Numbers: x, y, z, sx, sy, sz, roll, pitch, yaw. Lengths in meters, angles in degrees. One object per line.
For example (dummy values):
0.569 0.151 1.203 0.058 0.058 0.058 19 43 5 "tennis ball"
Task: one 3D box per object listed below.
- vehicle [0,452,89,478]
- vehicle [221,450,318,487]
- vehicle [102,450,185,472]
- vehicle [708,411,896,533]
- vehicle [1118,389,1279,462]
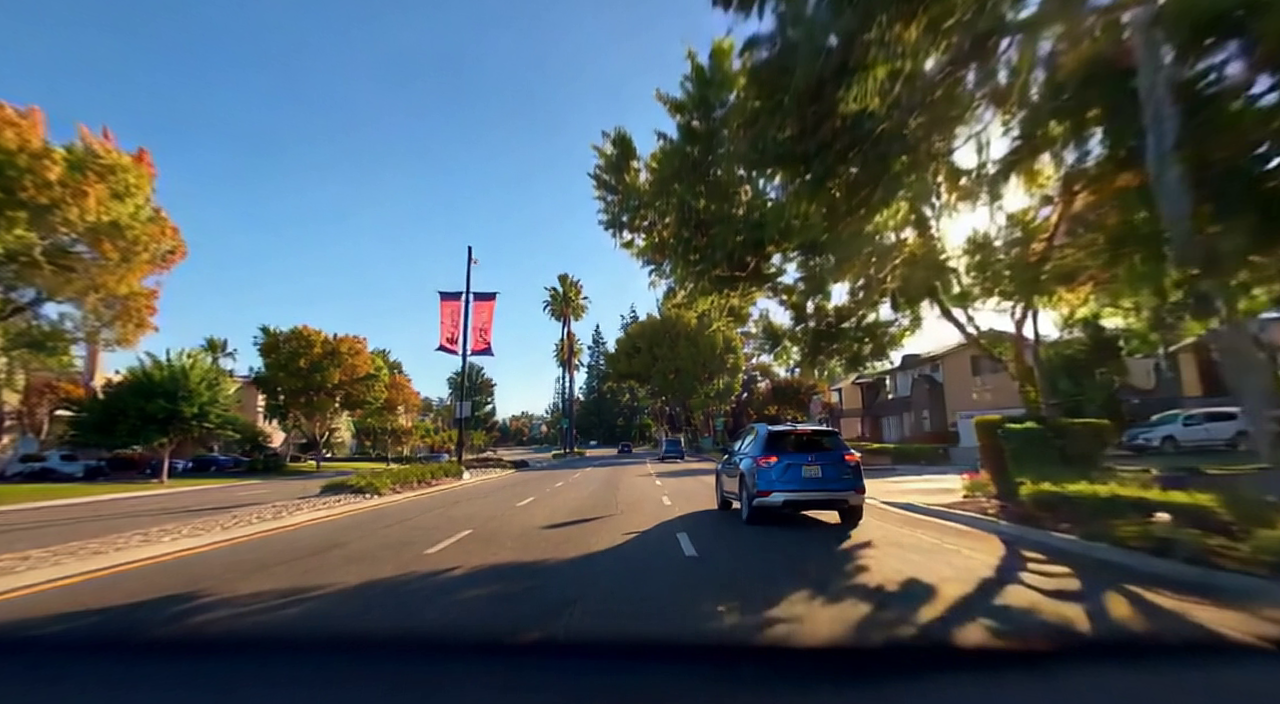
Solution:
-36.352 6.838 38.179 4.080 1.476 1.821 -1 -8 5 "vehicle"
-16.218 5.105 27.813 2.018 1.438 4.448 1 -8 -7 "vehicle"
-36.447 7.994 46.128 4.414 1.480 1.924 0 -8 1 "vehicle"
2.681 2.142 11.788 2.195 1.804 4.658 0 -8 -1 "vehicle"
28.263 3.814 31.837 2.811 3.303 6.565 0 -8 1 "vehicle"
